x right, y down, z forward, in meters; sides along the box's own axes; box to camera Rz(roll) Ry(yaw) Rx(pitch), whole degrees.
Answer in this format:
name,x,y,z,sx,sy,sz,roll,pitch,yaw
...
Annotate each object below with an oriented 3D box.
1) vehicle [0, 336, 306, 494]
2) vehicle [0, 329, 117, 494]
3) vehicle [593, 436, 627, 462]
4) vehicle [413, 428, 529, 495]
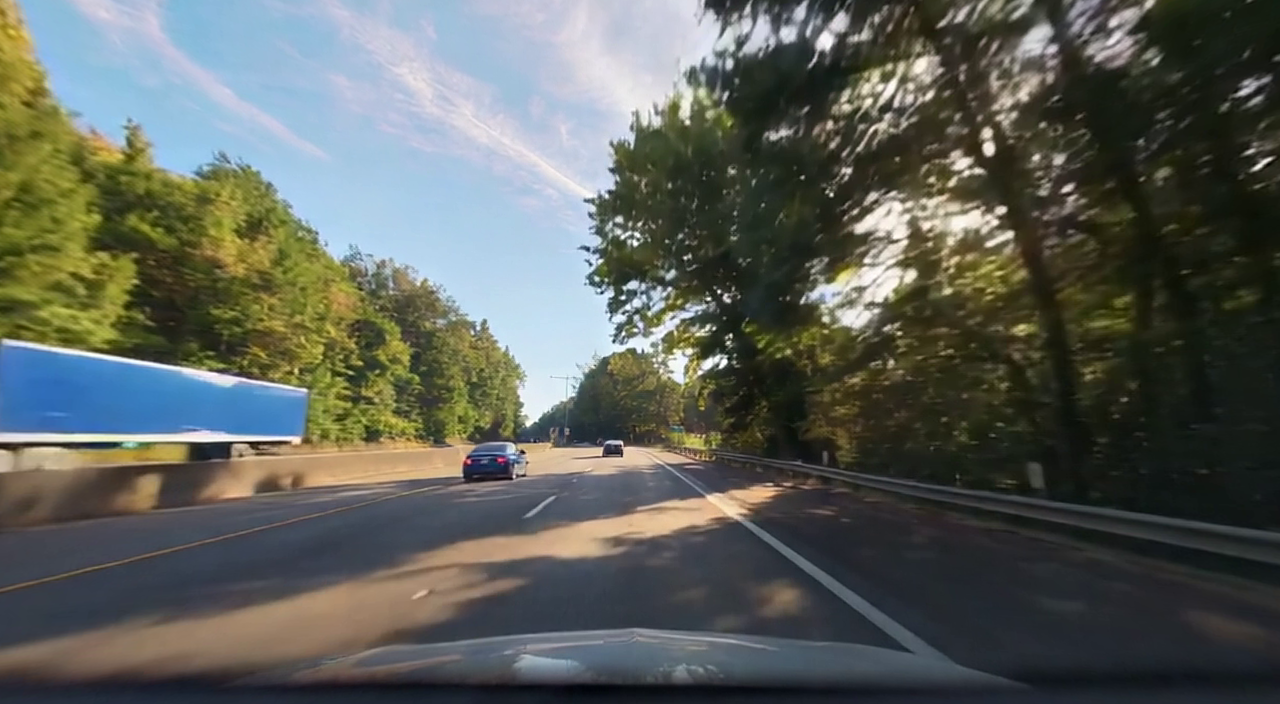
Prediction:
name,x,y,z,sx,sy,sz,roll,pitch,yaw
vehicle,-17.206,2.544,22.930,2.887,4.067,13.460,0,-8,-1
vehicle,-17.057,1.488,15.518,3.020,3.957,5.954,0,-8,-1
vehicle,-2.012,6.696,43.622,2.159,1.670,4.395,0,-8,-1
vehicle,-4.626,3.056,18.009,2.111,1.645,4.382,0,-8,0
